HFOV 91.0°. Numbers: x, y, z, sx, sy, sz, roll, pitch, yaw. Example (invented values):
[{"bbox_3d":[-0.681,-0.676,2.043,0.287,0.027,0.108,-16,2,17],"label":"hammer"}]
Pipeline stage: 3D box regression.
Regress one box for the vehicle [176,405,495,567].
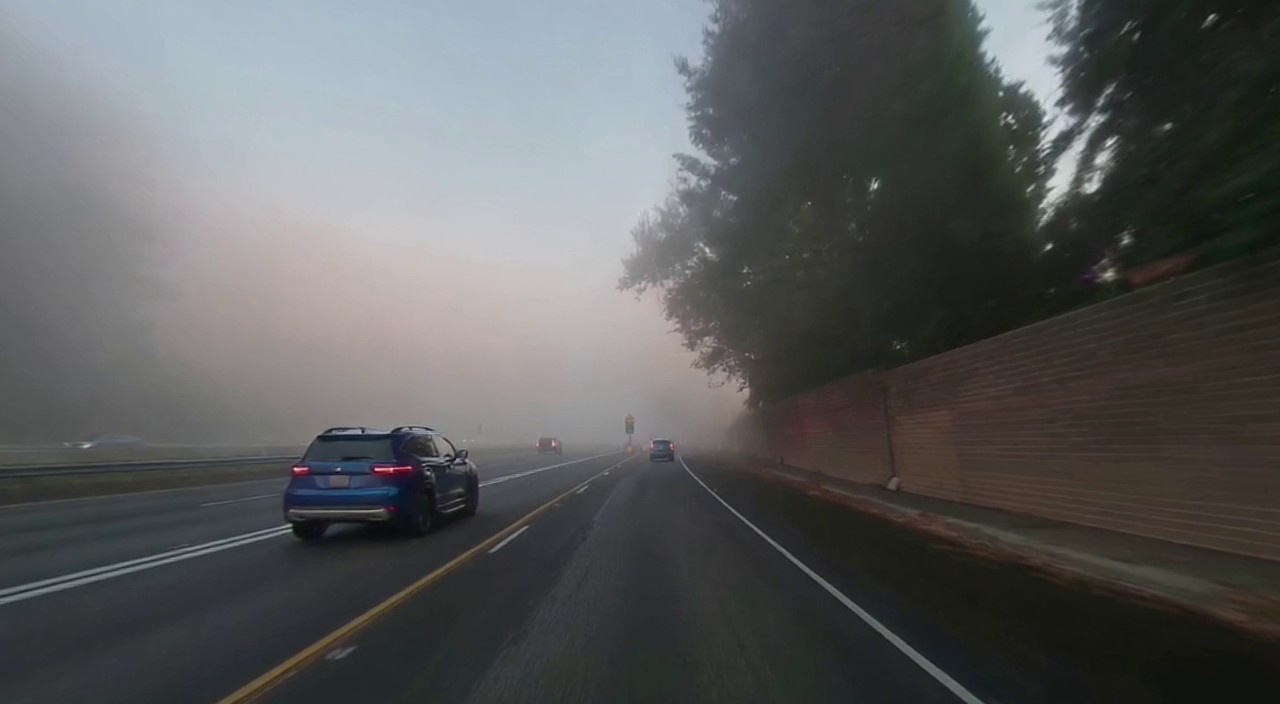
[{"bbox_3d":[-3.799,1.777,9.141,2.151,1.707,4.759,0,-8,1],"label":"vehicle"}]
